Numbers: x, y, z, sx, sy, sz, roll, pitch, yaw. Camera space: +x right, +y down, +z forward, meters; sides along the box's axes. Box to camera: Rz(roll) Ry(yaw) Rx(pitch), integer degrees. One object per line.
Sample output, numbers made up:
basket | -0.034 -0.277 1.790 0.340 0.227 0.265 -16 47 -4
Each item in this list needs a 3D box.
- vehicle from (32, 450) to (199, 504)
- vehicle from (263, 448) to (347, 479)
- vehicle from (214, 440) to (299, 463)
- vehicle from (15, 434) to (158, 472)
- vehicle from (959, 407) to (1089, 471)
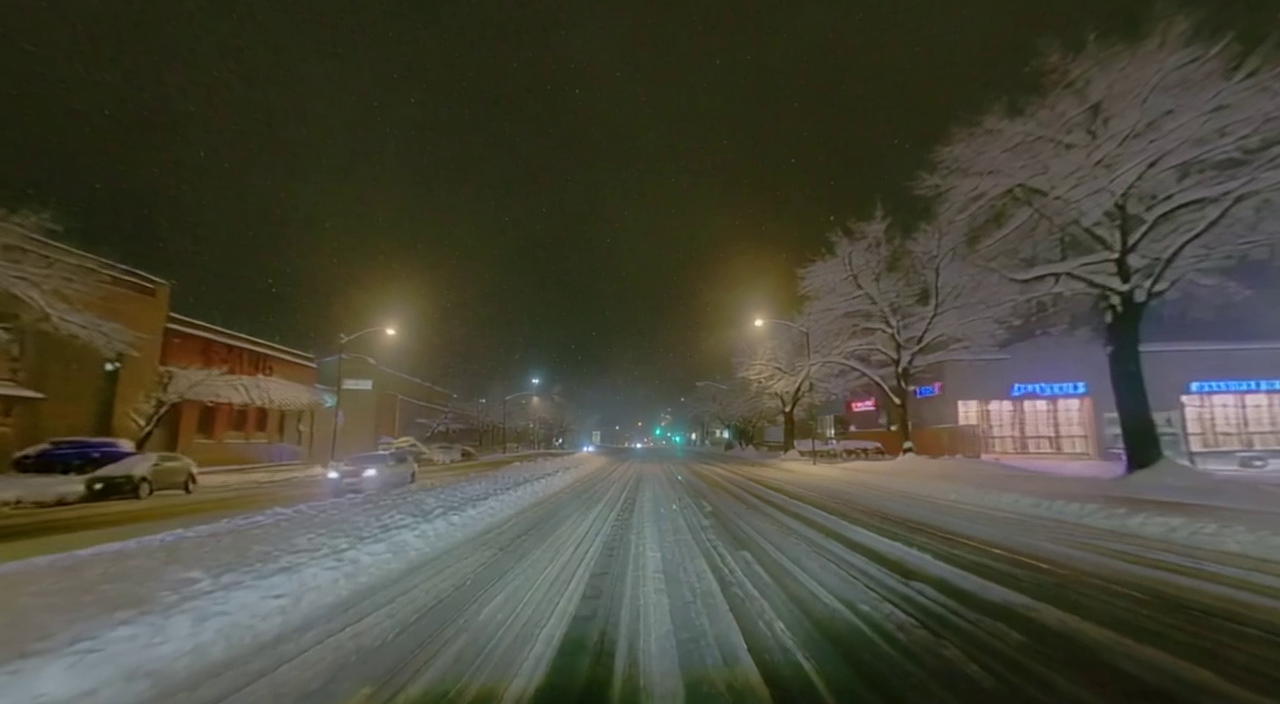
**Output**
vehicle | -18.927 4.486 23.043 2.012 1.560 4.782 -1 -7 0
vehicle | -19.013 6.301 35.897 2.071 1.595 4.822 0 -9 1
vehicle | -27.655 7.190 45.383 4.643 1.614 2.169 0 -9 1
vehicle | -26.661 4.866 30.402 4.667 1.728 2.276 0 -8 -3
vehicle | 21.836 5.065 36.291 2.977 3.311 6.892 0 -9 -1
